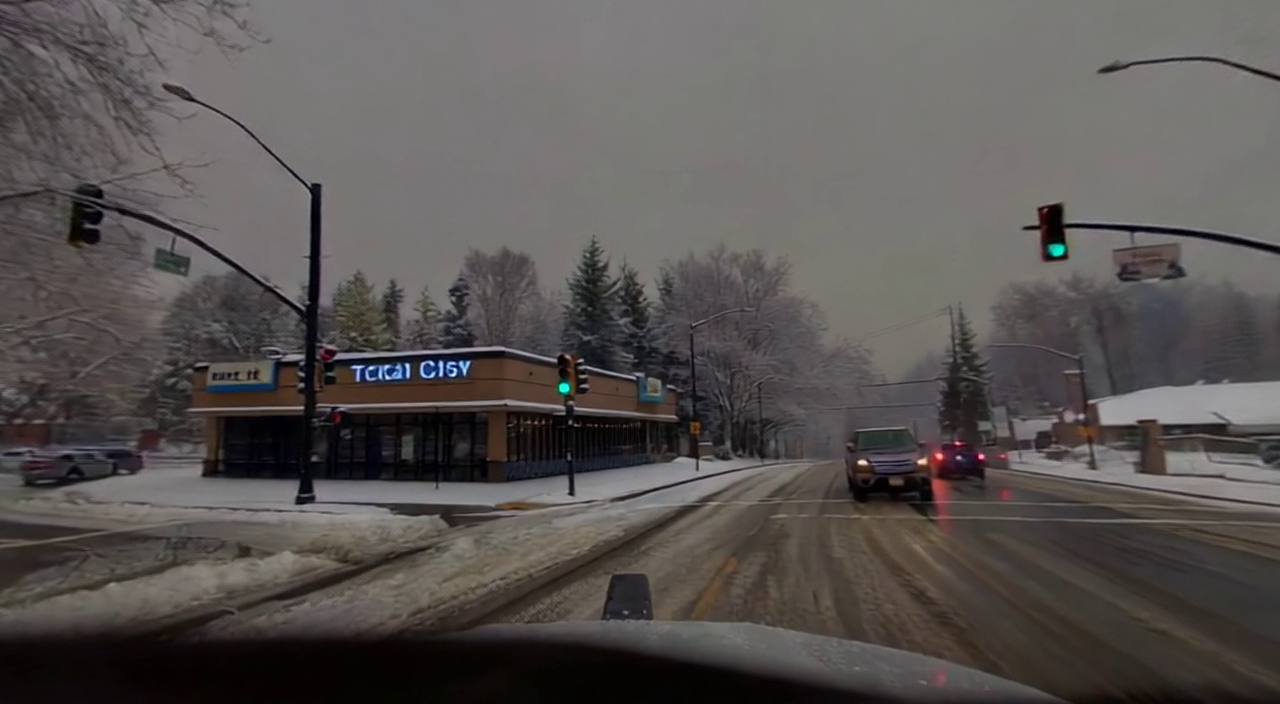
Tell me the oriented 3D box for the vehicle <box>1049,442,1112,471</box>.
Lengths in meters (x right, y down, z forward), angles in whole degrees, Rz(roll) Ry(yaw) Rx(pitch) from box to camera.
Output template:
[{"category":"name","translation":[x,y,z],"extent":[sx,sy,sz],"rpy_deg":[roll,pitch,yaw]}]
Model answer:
[{"category":"vehicle","translation":[27.978,6.628,40.180],"extent":[1.886,1.687,4.268],"rpy_deg":[-2,-9,16]}]

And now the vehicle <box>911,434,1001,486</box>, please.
[{"category":"vehicle","translation":[11.686,3.985,23.685],"extent":[2.048,1.725,4.754],"rpy_deg":[-2,-9,15]}]

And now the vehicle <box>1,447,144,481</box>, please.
[{"category":"vehicle","translation":[-27.171,5.354,30.348],"extent":[4.671,1.543,1.846],"rpy_deg":[2,-9,-12]}]

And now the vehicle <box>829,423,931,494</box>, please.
[{"category":"vehicle","translation":[7.472,3.355,20.238],"extent":[2.390,1.948,5.344],"rpy_deg":[-2,-9,14]}]
